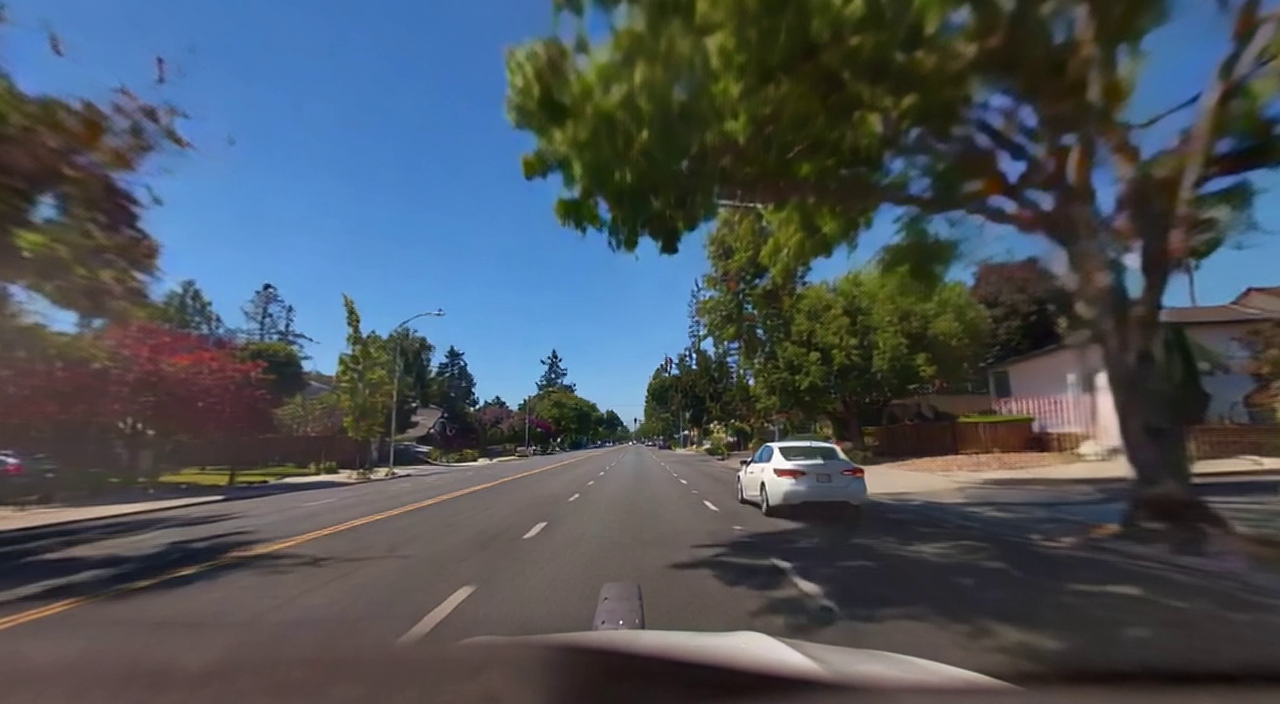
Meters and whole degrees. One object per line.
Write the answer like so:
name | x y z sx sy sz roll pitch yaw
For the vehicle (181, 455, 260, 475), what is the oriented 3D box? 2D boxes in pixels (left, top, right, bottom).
vehicle | -31.777 8.528 47.886 4.684 1.435 1.893 0 -9 3

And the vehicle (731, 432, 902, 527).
vehicle | 3.152 2.367 12.345 2.057 1.493 4.225 0 -8 -1
